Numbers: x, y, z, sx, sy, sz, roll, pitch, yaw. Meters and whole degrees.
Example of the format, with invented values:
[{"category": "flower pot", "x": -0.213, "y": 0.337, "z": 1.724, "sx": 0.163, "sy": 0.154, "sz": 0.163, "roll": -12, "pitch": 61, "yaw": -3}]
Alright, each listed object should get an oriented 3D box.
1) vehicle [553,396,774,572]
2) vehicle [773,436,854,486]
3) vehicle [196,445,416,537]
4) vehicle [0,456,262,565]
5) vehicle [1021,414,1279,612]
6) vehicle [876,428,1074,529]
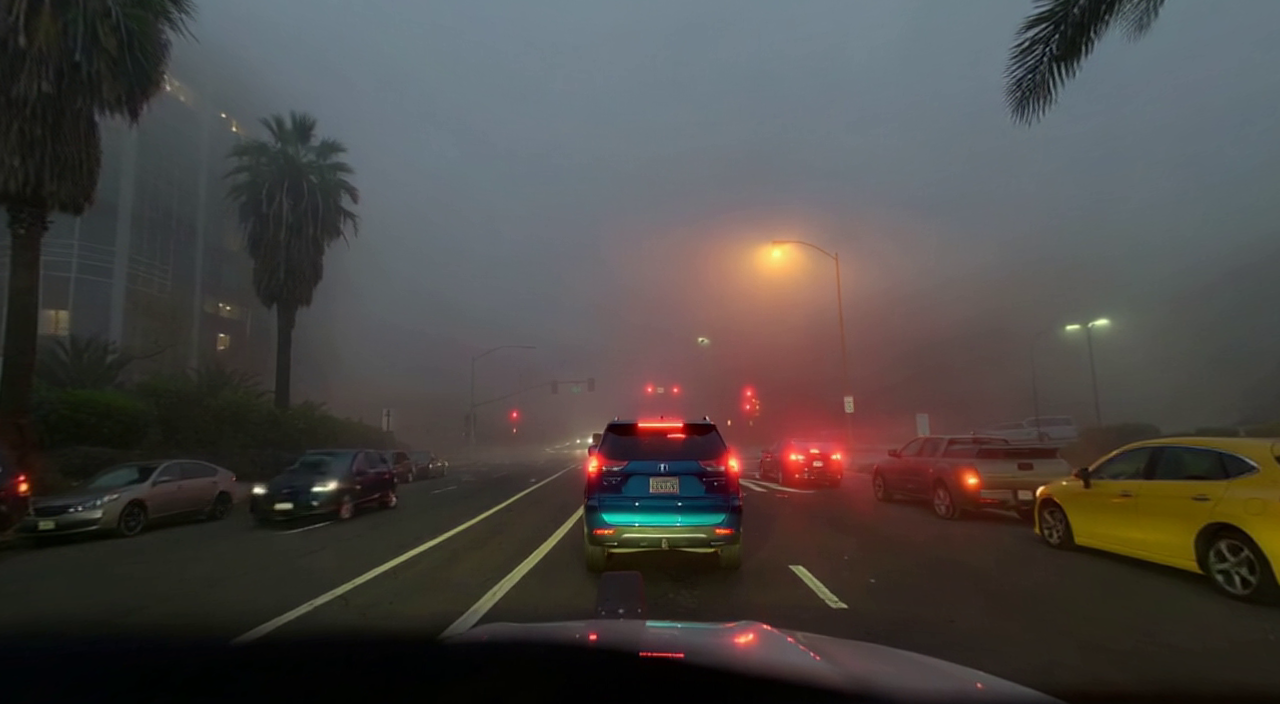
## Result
[{"category": "vehicle", "x": 0.265, "y": 1.674, "z": 8.717, "sx": 2.264, "sy": 1.798, "sz": 4.258, "roll": 0, "pitch": -8, "yaw": 1}, {"category": "vehicle", "x": 6.516, "y": 4.117, "z": 24.170, "sx": 1.948, "sy": 1.729, "sz": 4.023, "roll": 0, "pitch": -8, "yaw": 0}, {"category": "vehicle", "x": -6.304, "y": 2.626, "z": 12.707, "sx": 1.928, "sy": 1.475, "sz": 4.645, "roll": 0, "pitch": -8, "yaw": -1}, {"category": "vehicle", "x": -9.591, "y": 2.811, "z": 11.940, "sx": 2.054, "sy": 1.467, "sz": 4.595, "roll": -3, "pitch": -8, "yaw": 1}, {"category": "vehicle", "x": 6.442, "y": 1.598, "z": 6.934, "sx": 1.935, "sy": 1.672, "sz": 4.139, "roll": 0, "pitch": -8, "yaw": 1}, {"category": "vehicle", "x": 6.665, "y": 2.524, "z": 13.246, "sx": 1.930, "sy": 1.736, "sz": 4.329, "roll": -1, "pitch": -8, "yaw": 3}]
